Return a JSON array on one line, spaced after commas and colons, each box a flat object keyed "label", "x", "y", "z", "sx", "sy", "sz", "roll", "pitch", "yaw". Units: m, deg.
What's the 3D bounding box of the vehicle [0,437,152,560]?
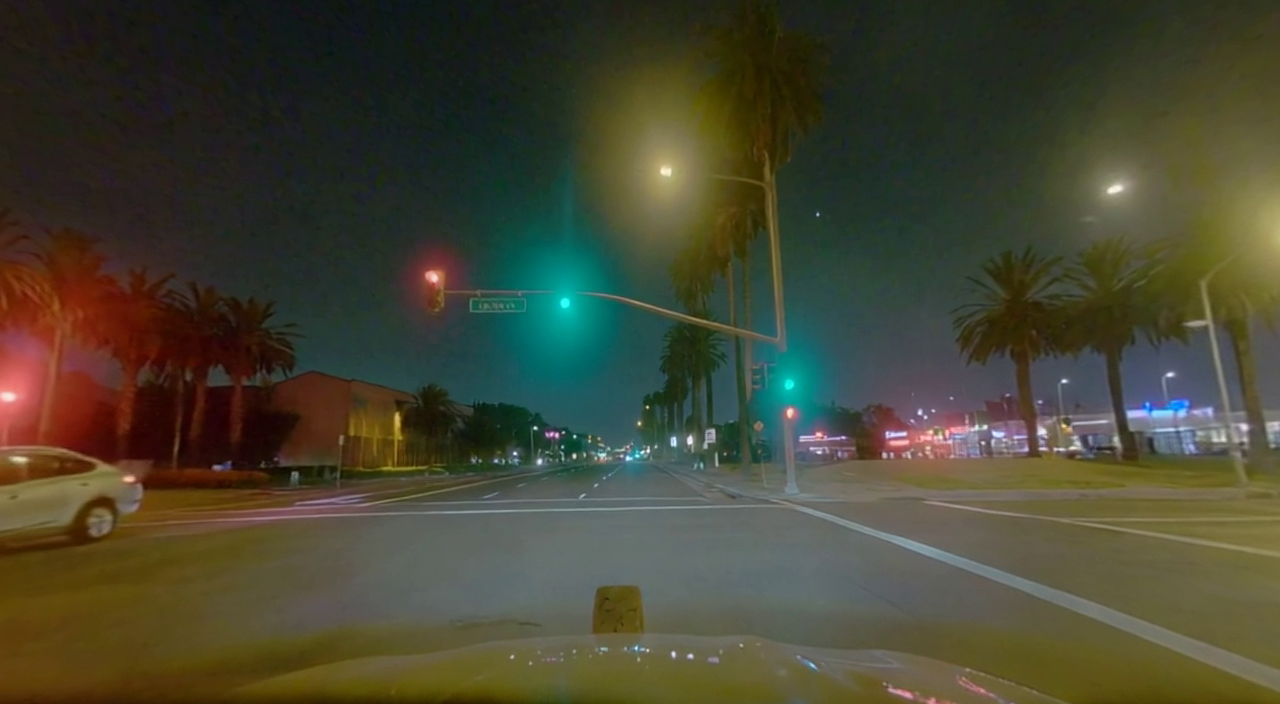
[{"label": "vehicle", "x": -10.734, "y": 2.254, "z": 9.819, "sx": 2.270, "sy": 1.833, "sz": 4.860, "roll": 0, "pitch": -9, "yaw": 0}]
